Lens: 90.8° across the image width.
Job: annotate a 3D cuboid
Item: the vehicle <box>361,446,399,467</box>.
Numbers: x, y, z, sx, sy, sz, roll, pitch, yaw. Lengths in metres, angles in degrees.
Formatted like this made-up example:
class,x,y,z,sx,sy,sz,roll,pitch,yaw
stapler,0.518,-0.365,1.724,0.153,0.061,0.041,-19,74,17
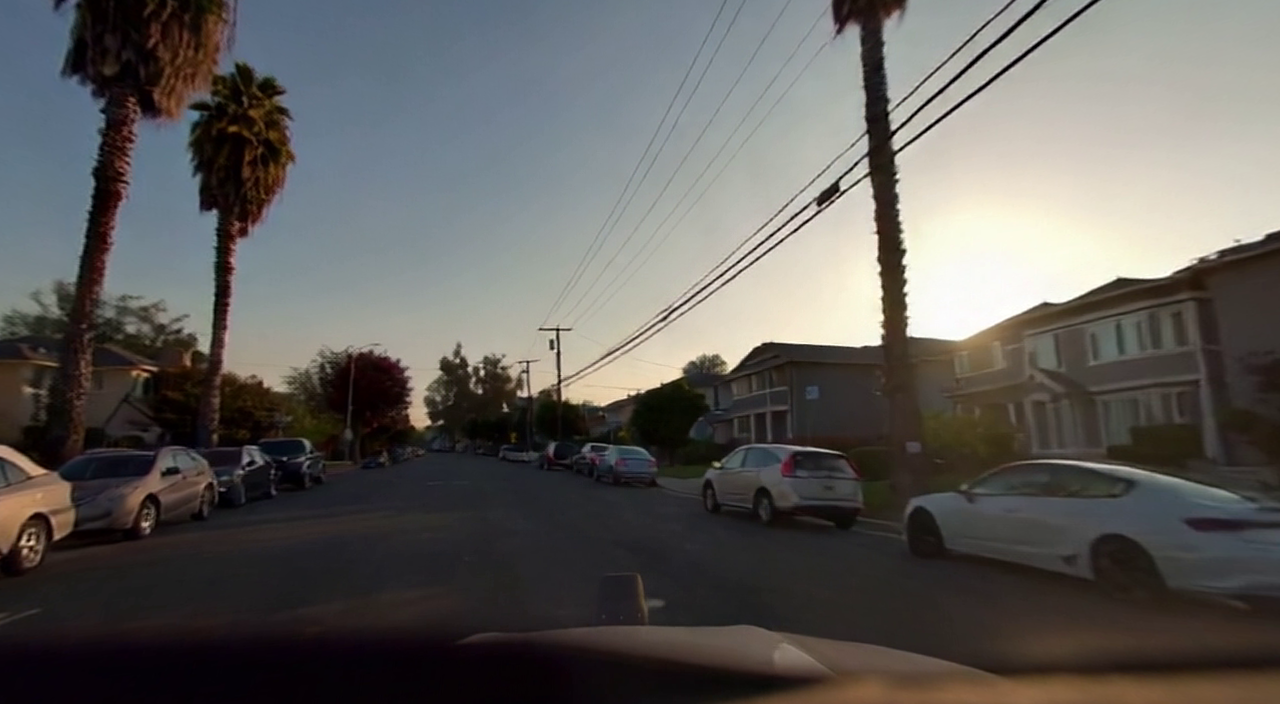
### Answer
class,x,y,z,sx,sy,sz,roll,pitch,yaw
vehicle,-19.633,7.844,47.855,2.013,1.483,4.645,2,-9,-15

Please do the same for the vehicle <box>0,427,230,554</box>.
class,x,y,z,sx,sy,sz,roll,pitch,yaw
vehicle,-9.019,2.233,11.092,1.919,1.678,4.385,-1,-7,-17

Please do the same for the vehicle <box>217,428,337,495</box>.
class,x,y,z,sx,sy,sz,roll,pitch,yaw
vehicle,-12.220,3.698,21.772,2.300,1.943,5.744,2,-9,-17

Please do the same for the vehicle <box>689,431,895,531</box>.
class,x,y,z,sx,sy,sz,roll,pitch,yaw
vehicle,2.777,2.475,12.821,1.943,1.623,4.471,3,-9,-18

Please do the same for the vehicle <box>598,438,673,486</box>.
class,x,y,z,sx,sy,sz,roll,pitch,yaw
vehicle,-0.278,4.206,24.512,1.894,1.675,4.294,2,-9,-14

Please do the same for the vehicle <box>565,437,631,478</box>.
class,x,y,z,sx,sy,sz,roll,pitch,yaw
vehicle,-2.067,4.949,30.041,1.922,1.761,4.633,3,-9,-19

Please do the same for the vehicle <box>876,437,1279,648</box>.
class,x,y,z,sx,sy,sz,roll,pitch,yaw
vehicle,4.688,1.651,6.689,1.786,1.437,4.448,2,-9,-15

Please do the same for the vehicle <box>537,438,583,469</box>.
class,x,y,z,sx,sy,sz,roll,pitch,yaw
vehicle,-5.262,6.539,40.852,2.115,1.826,4.871,3,-9,-17
